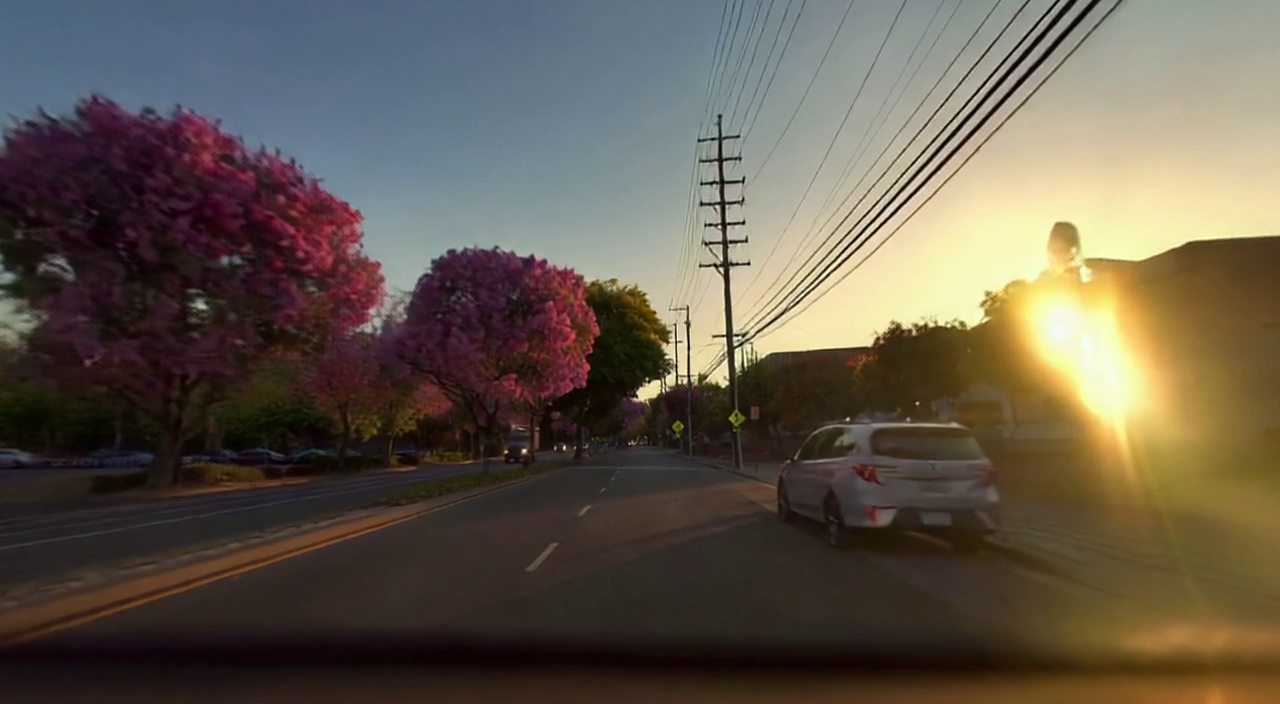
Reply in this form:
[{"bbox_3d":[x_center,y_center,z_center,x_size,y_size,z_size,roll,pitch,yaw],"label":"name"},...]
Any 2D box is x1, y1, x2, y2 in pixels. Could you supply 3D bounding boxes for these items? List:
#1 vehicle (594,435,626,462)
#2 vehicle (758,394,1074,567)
[{"bbox_3d":[-2.251,7.397,48.296,2.202,1.961,4.980,0,-8,0],"label":"vehicle"},{"bbox_3d":[3.609,1.850,9.937,2.280,1.904,5.779,0,-8,-1],"label":"vehicle"}]
